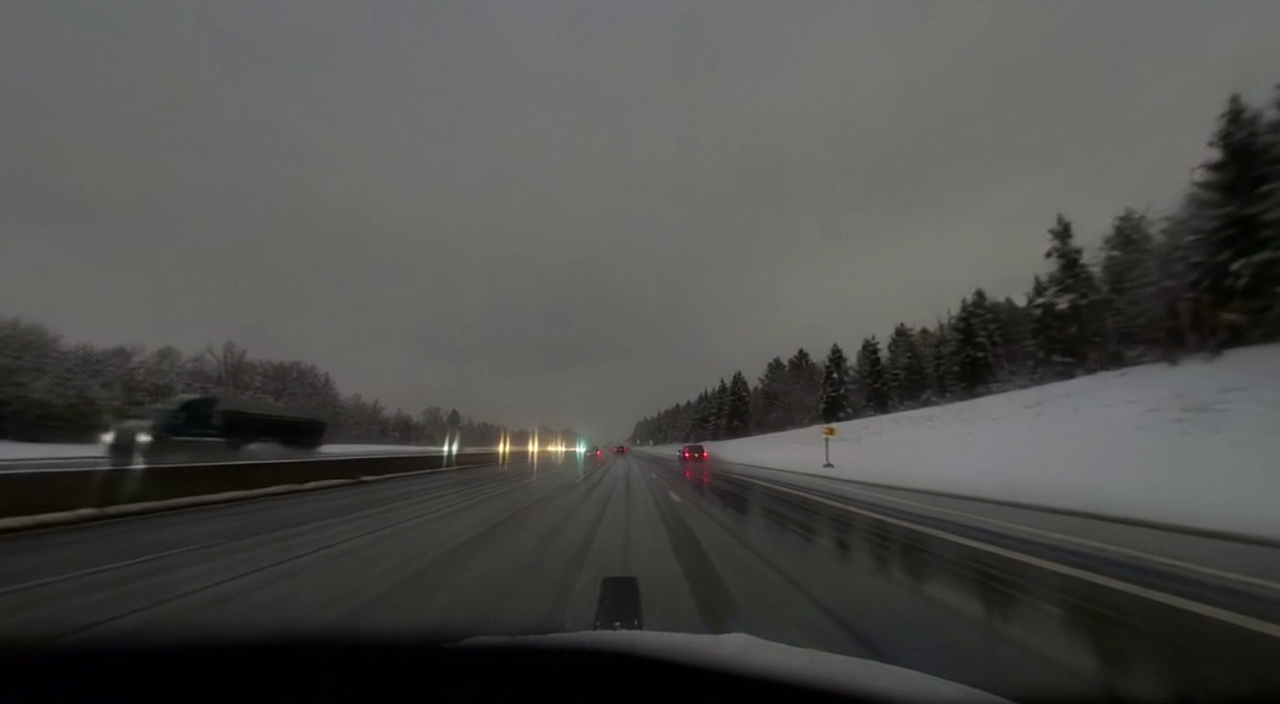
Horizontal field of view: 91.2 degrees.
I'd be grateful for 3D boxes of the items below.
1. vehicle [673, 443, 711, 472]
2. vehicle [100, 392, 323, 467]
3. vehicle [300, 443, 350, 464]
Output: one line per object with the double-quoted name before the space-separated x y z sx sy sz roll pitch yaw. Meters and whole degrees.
"vehicle" 3.038 6.228 37.196 1.895 1.555 4.030 0 -9 0
"vehicle" -27.649 5.563 42.723 3.529 4.078 17.308 0 -9 -2
"vehicle" -23.883 7.719 47.652 1.698 1.472 4.001 0 -9 -1
